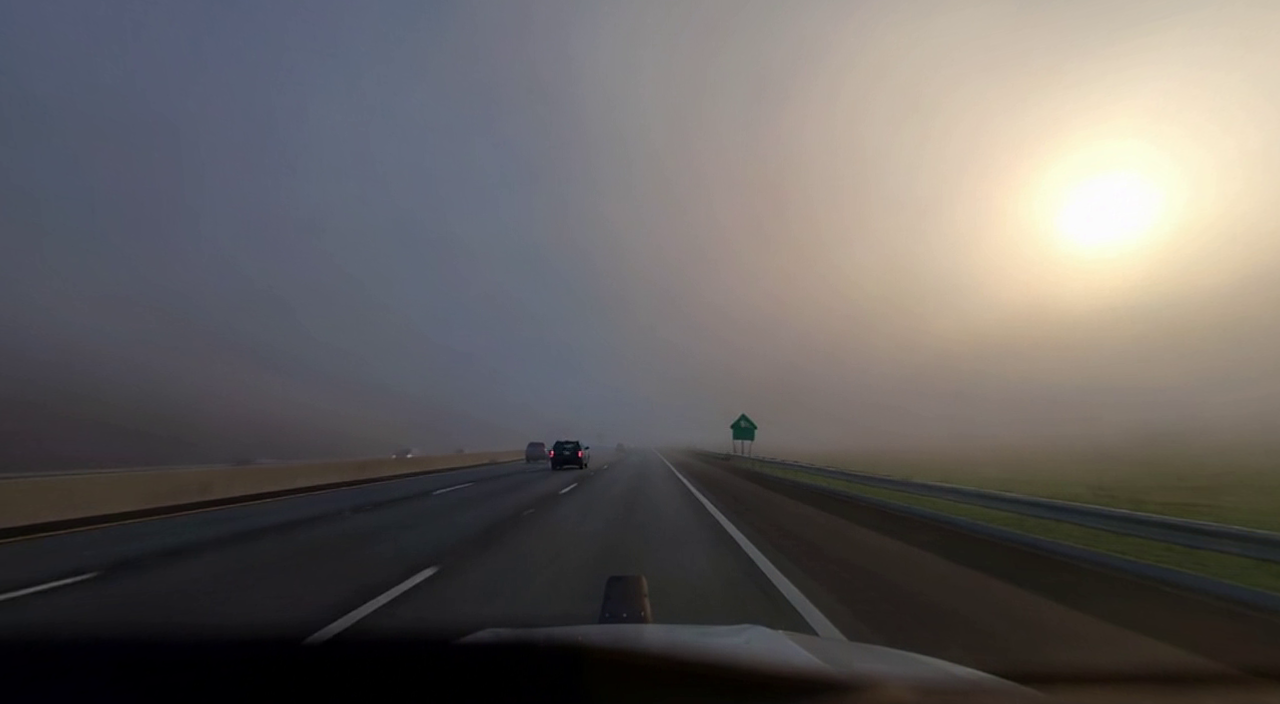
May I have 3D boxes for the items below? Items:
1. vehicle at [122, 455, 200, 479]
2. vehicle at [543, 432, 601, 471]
[{"bbox_3d":[-32.531,7.819,43.032,1.785,1.459,4.414,0,-9,1],"label":"vehicle"},{"bbox_3d":[-3.296,4.959,31.597,2.283,1.802,4.810,0,-9,1],"label":"vehicle"}]
